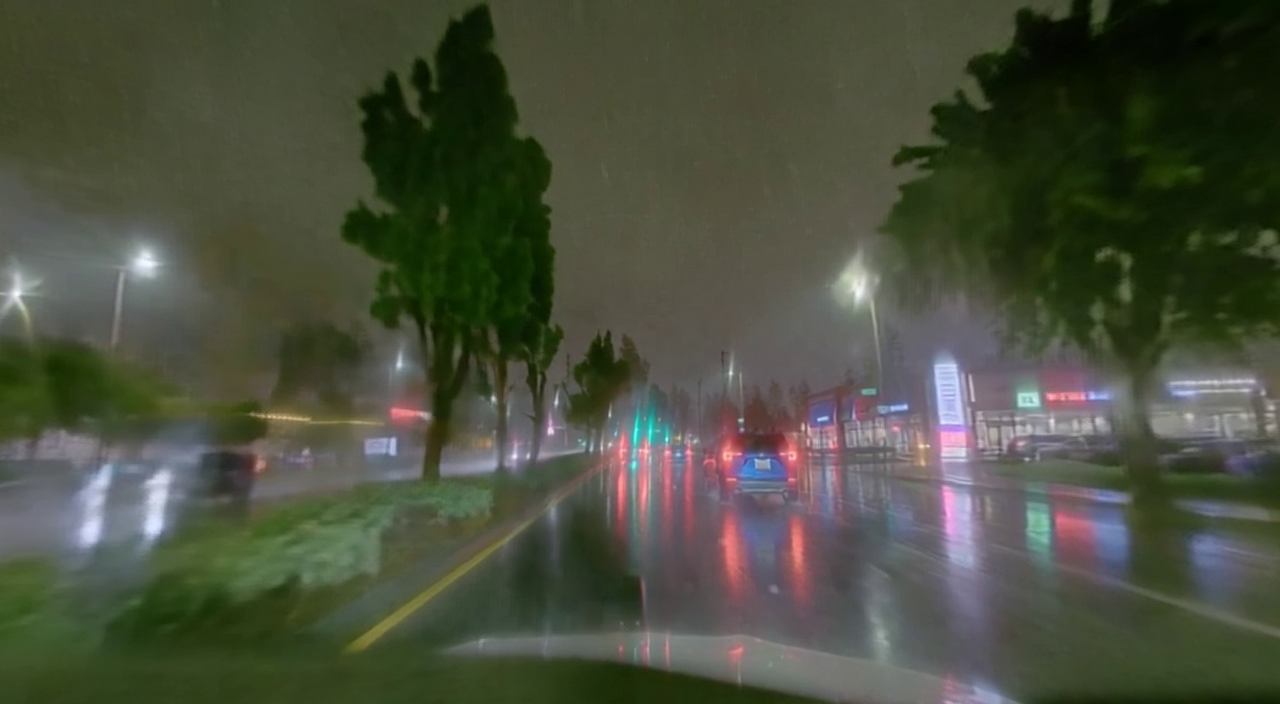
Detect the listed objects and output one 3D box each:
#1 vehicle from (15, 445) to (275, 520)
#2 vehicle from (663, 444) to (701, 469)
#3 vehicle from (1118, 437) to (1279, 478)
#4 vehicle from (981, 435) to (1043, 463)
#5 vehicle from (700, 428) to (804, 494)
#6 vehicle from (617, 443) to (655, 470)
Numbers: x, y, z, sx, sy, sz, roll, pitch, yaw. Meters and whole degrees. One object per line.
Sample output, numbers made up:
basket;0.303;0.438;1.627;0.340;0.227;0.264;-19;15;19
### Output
vehicle;-11.573;3.038;15.507;1.971;1.481;5.500;0;-8;0
vehicle;2.569;6.440;39.149;1.970;1.402;3.756;0;-8;-2
vehicle;20.547;3.836;23.121;4.451;1.400;2.108;0;-8;-2
vehicle;25.089;6.568;42.823;1.788;1.741;4.278;-1;-8;4
vehicle;3.332;3.366;19.874;2.140;1.811;4.593;0;-8;-4
vehicle;-0.279;5.984;36.242;2.056;1.440;3.798;0;-8;-1
